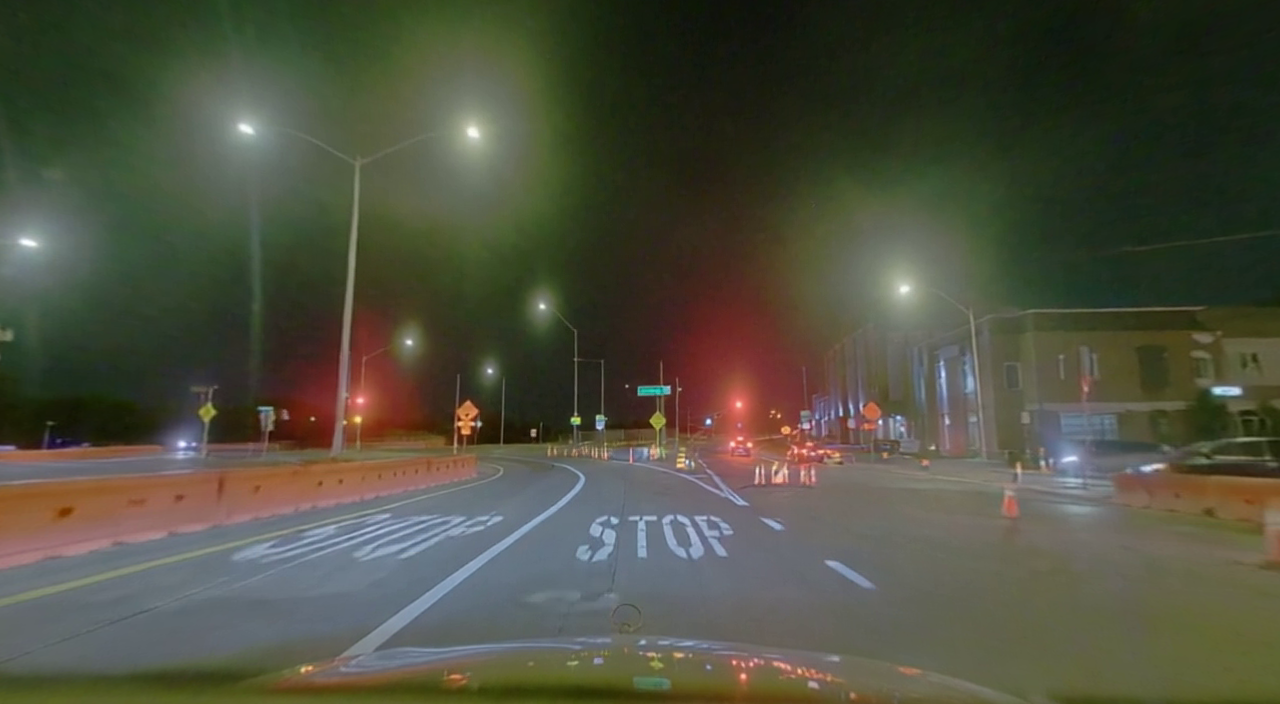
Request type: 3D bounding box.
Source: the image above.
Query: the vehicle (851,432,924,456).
[{"bbox_3d":[18.387,6.862,47.084,4.615,1.738,1.990,-1,-9,4],"label":"vehicle"}]

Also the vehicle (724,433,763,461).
[{"bbox_3d":[6.983,6.453,42.969,2.150,1.779,4.423,-1,-8,4],"label":"vehicle"}]

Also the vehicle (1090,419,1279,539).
[{"bbox_3d":[10.442,2.093,10.723,1.961,1.754,4.889,0,-8,1],"label":"vehicle"}]
